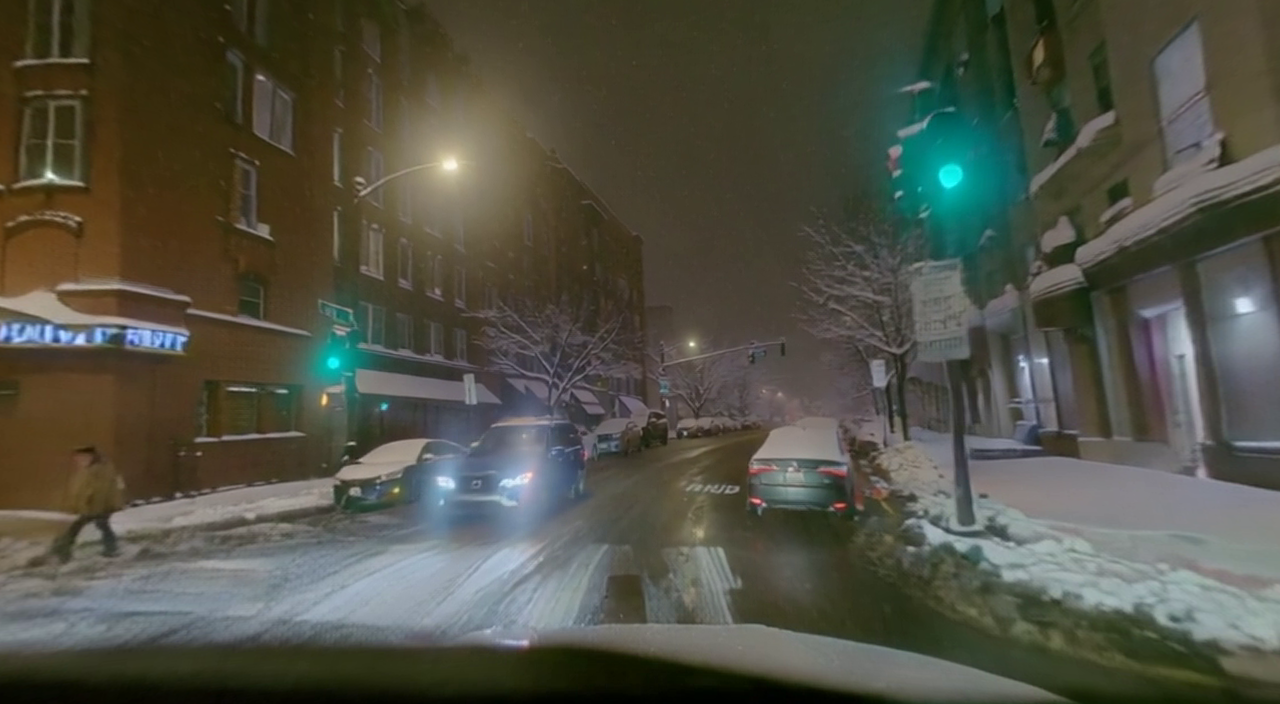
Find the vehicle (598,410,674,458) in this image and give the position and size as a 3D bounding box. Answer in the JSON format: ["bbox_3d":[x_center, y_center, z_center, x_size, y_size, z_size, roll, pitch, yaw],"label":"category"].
[{"bbox_3d":[-0.077,4.286,33.600,2.260,2.136,5.669,-7,-7,17],"label":"vehicle"}]

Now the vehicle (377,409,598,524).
[{"bbox_3d":[-2.563,2.124,12.155,2.181,1.723,4.692,-3,-9,14],"label":"vehicle"}]

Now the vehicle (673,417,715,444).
[{"bbox_3d":[4.026,5.746,46.465,1.948,1.693,4.325,-6,-7,18],"label":"vehicle"}]

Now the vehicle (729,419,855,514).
[{"bbox_3d":[3.146,2.174,12.395,1.892,1.481,4.365,-3,-9,19],"label":"vehicle"}]
